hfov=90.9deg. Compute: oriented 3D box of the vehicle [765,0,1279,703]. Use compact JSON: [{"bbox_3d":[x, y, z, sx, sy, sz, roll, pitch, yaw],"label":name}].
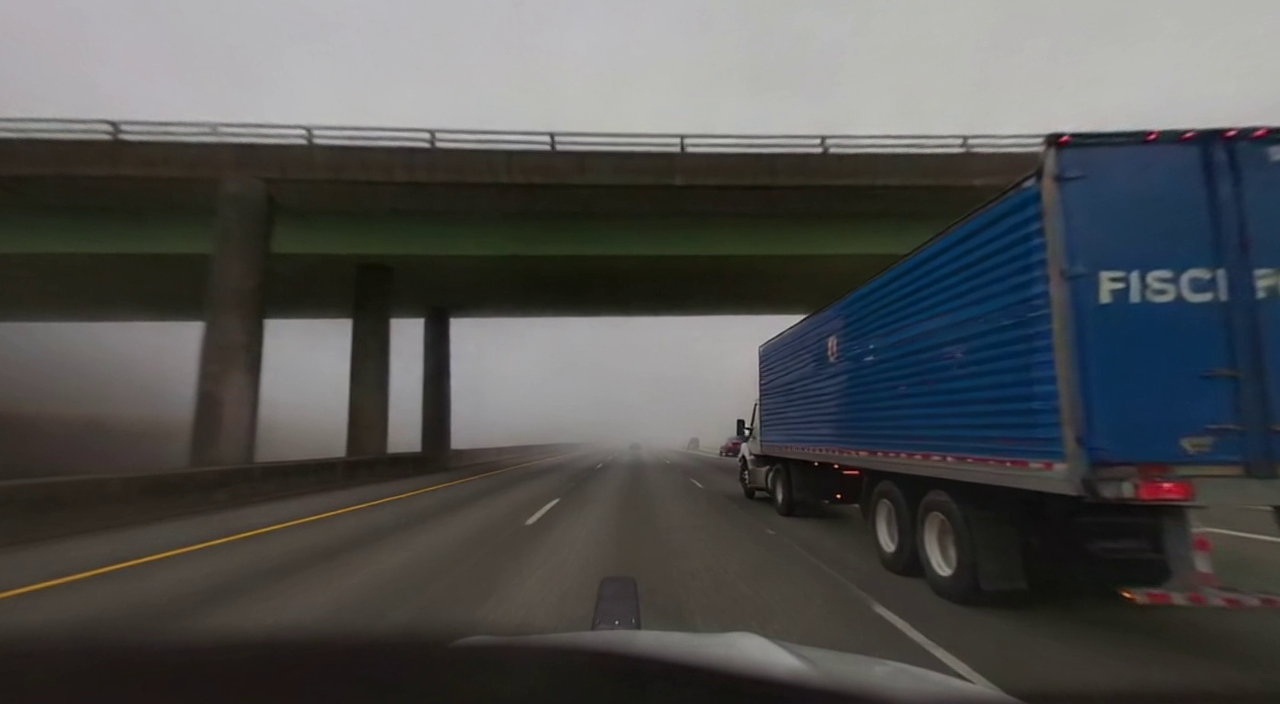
[{"bbox_3d":[4.148,0.714,7.734,2.849,3.391,11.018,0,-8,-1],"label":"vehicle"}]
